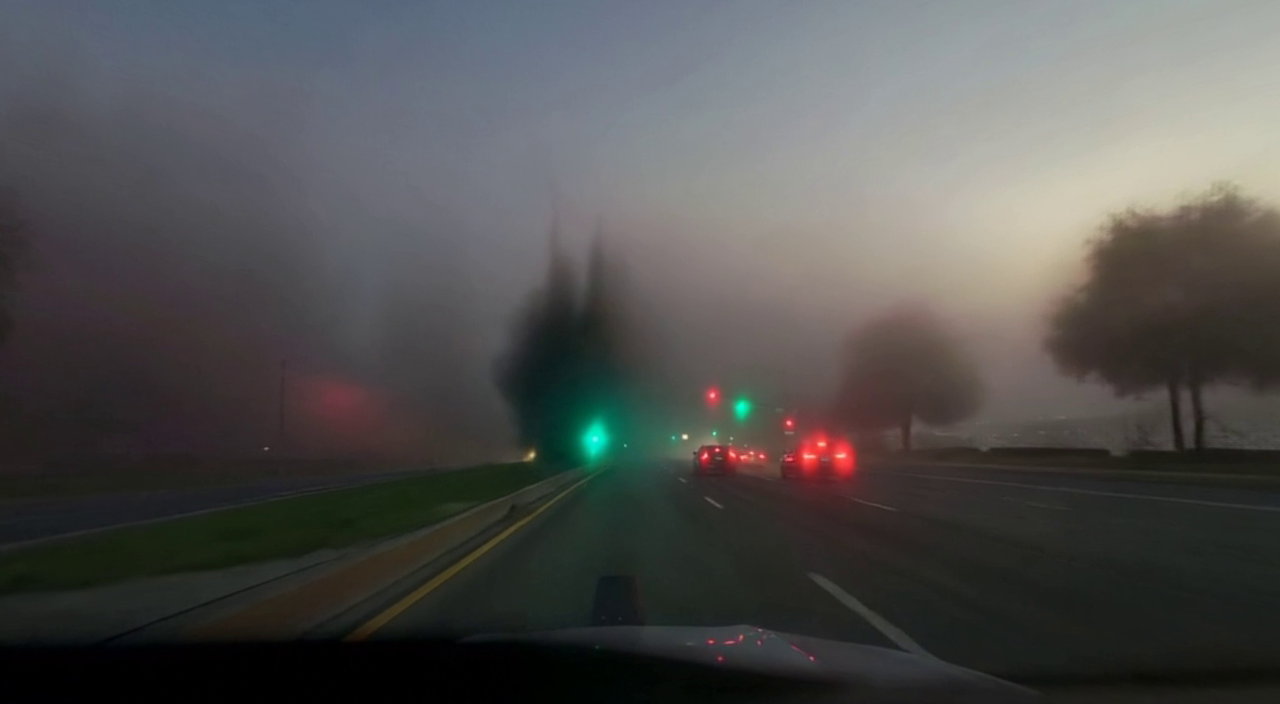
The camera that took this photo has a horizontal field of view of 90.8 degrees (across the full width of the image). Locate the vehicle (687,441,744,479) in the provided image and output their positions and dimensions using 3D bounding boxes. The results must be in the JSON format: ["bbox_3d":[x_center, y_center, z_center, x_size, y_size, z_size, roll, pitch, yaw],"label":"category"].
[{"bbox_3d":[3.243,4.731,28.031,1.917,1.538,4.259,0,-9,-1],"label":"vehicle"}]

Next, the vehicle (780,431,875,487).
[{"bbox_3d":[6.586,3.818,22.783,1.946,1.773,4.641,0,-9,-1],"label":"vehicle"}]
